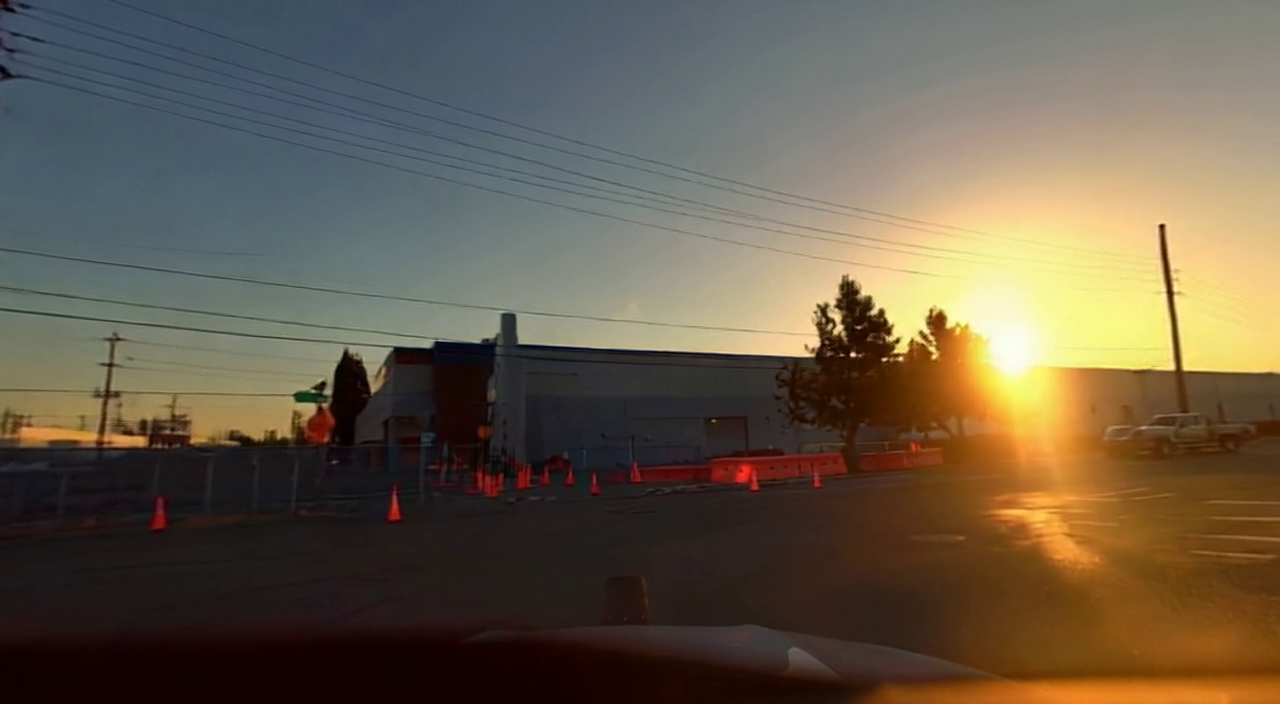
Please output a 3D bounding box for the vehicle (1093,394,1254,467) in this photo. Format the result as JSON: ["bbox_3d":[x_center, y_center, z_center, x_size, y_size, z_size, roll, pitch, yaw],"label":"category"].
[{"bbox_3d":[26.598,4.013,31.352,8.300,3.218,2.790,4,-12,-27],"label":"vehicle"}]
